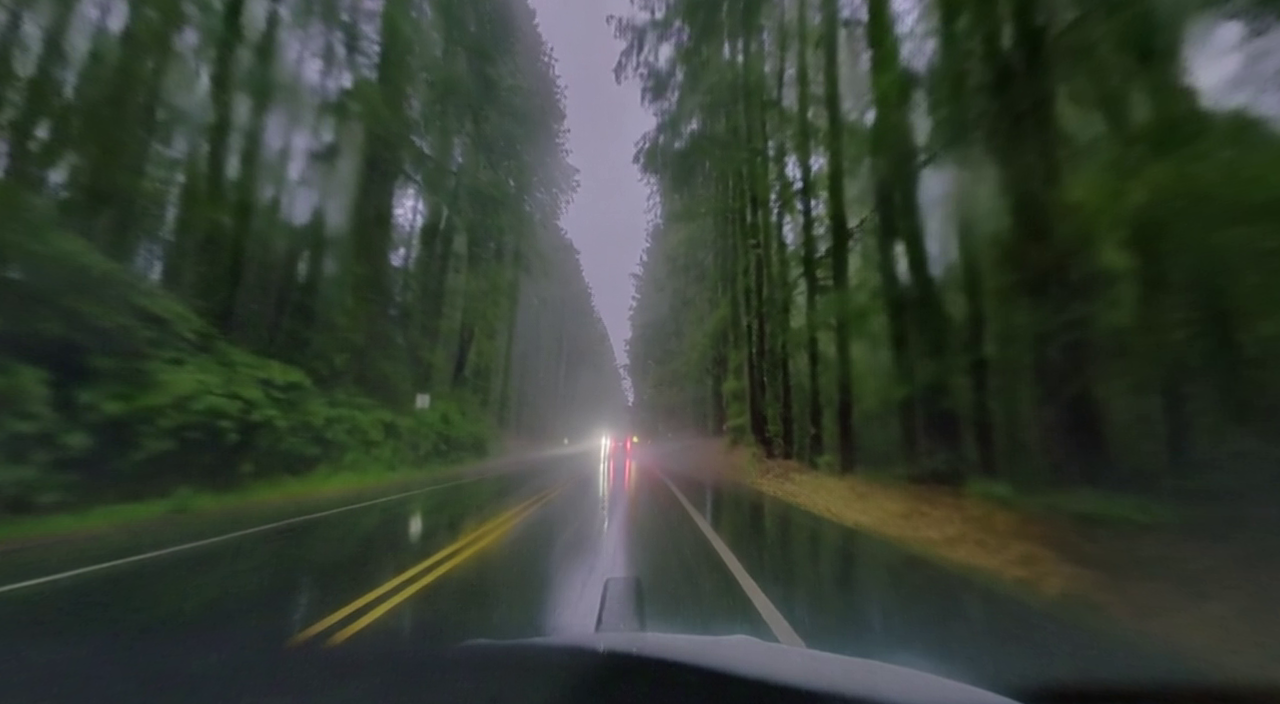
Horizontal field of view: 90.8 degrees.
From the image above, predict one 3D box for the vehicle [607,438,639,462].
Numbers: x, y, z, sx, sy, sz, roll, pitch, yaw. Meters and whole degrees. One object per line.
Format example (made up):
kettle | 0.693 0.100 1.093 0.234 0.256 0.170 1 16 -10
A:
vehicle | -1.158 6.505 41.934 2.042 1.489 3.963 0 -8 -2
